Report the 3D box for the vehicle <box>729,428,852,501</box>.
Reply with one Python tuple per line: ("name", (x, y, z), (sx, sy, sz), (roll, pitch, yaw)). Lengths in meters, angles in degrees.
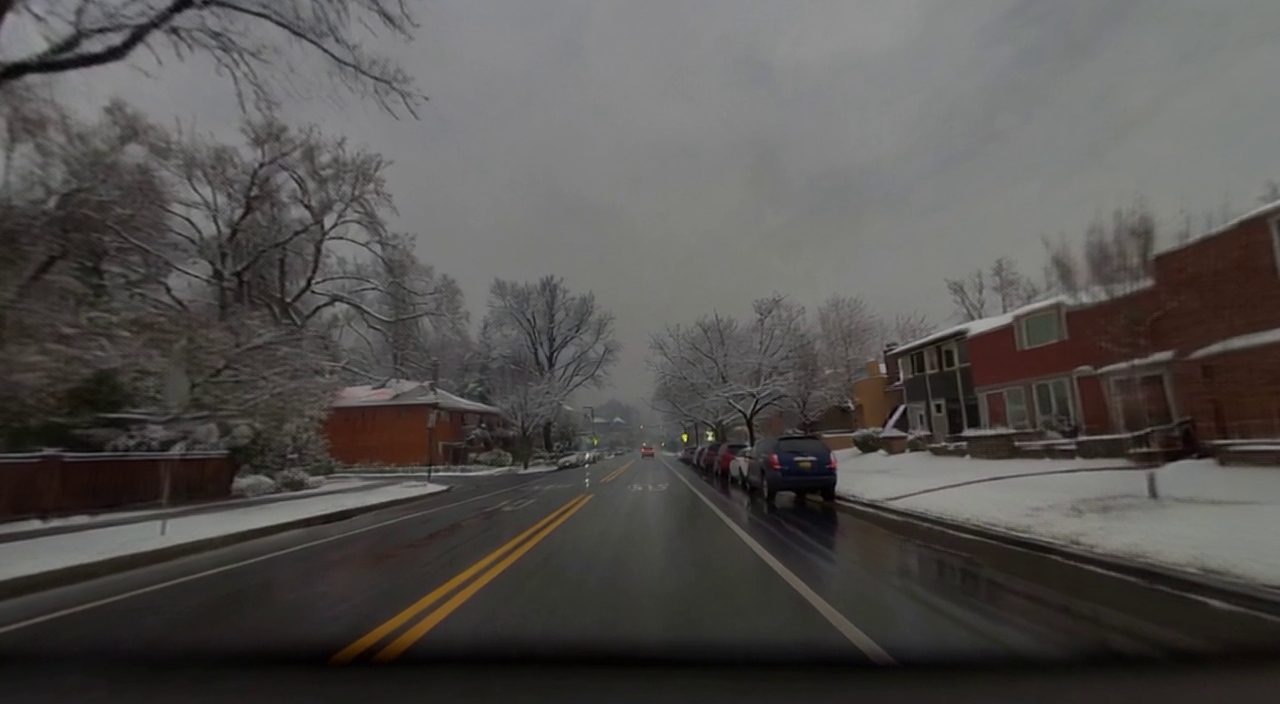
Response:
("vehicle", (3.981, 3.064, 17.619), (1.937, 1.752, 4.574), (1, -8, -5))
